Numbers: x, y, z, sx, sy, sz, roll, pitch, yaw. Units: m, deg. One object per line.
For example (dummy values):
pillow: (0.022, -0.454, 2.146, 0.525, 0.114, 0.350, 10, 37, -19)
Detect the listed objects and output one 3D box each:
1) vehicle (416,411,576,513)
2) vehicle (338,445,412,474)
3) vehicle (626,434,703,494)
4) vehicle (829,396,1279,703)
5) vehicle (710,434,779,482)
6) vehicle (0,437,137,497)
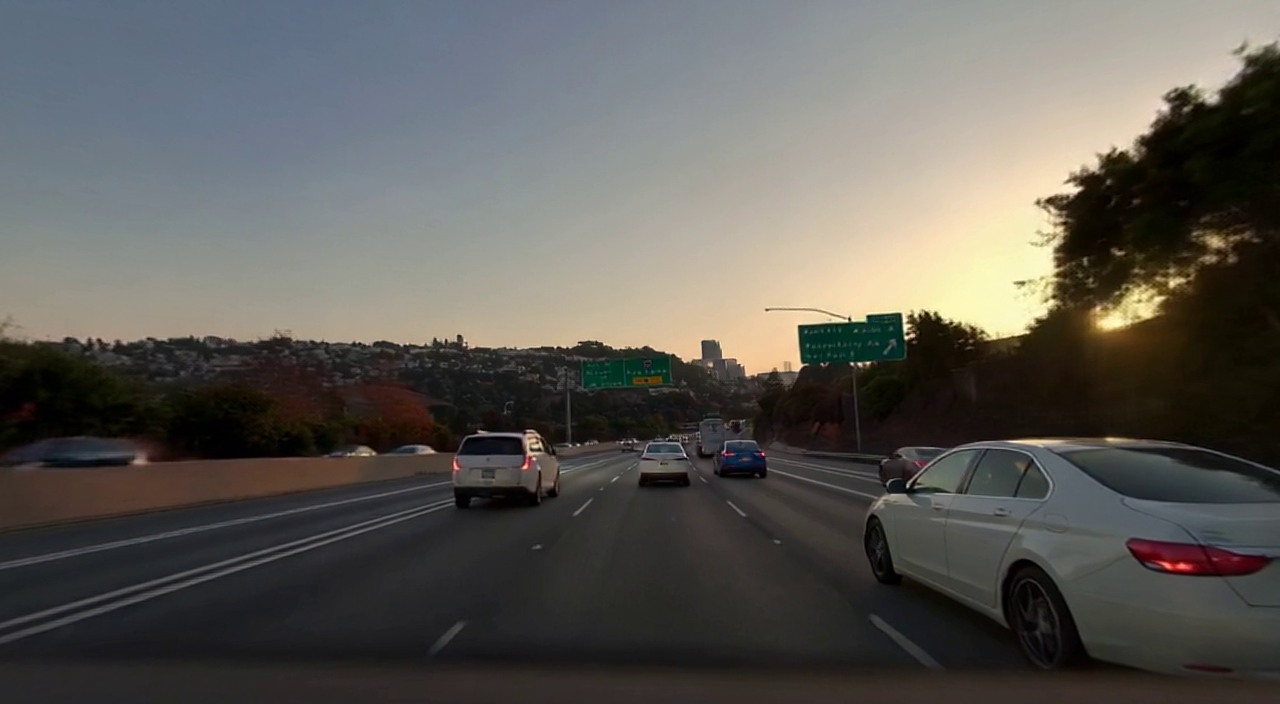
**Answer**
vehicle: (-3.094, 2.565, 15.057, 2.434, 1.965, 5.305, 0, -9, 1)
vehicle: (-14.841, 6.030, 35.537, 1.881, 1.502, 4.680, -1, -9, 3)
vehicle: (0.713, 3.320, 18.938, 2.074, 1.614, 3.803, 0, -9, 2)
vehicle: (3.029, 1.241, 4.385, 2.009, 1.489, 4.559, 0, -9, 0)
vehicle: (3.980, 4.107, 24.656, 2.076, 1.684, 4.241, 0, -9, 2)
vehicle: (-19.009, 3.609, 20.079, 1.993, 1.680, 4.505, 0, -9, 3)
